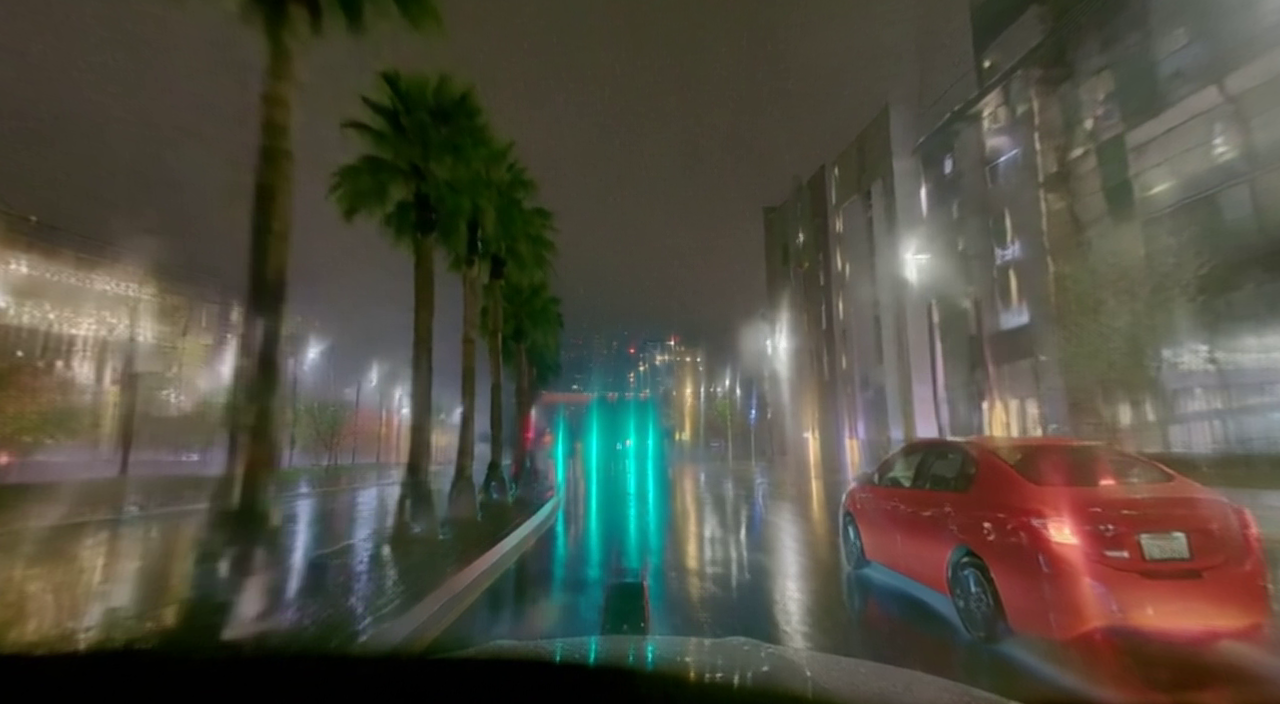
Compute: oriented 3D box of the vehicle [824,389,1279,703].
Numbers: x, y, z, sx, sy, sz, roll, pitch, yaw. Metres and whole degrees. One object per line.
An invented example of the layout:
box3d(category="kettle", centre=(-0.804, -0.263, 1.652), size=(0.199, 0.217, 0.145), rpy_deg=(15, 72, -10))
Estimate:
box3d(category="vehicle", centre=(2.985, 1.242, 4.647), size=(1.867, 1.554, 4.301), rpy_deg=(0, -9, -1))
